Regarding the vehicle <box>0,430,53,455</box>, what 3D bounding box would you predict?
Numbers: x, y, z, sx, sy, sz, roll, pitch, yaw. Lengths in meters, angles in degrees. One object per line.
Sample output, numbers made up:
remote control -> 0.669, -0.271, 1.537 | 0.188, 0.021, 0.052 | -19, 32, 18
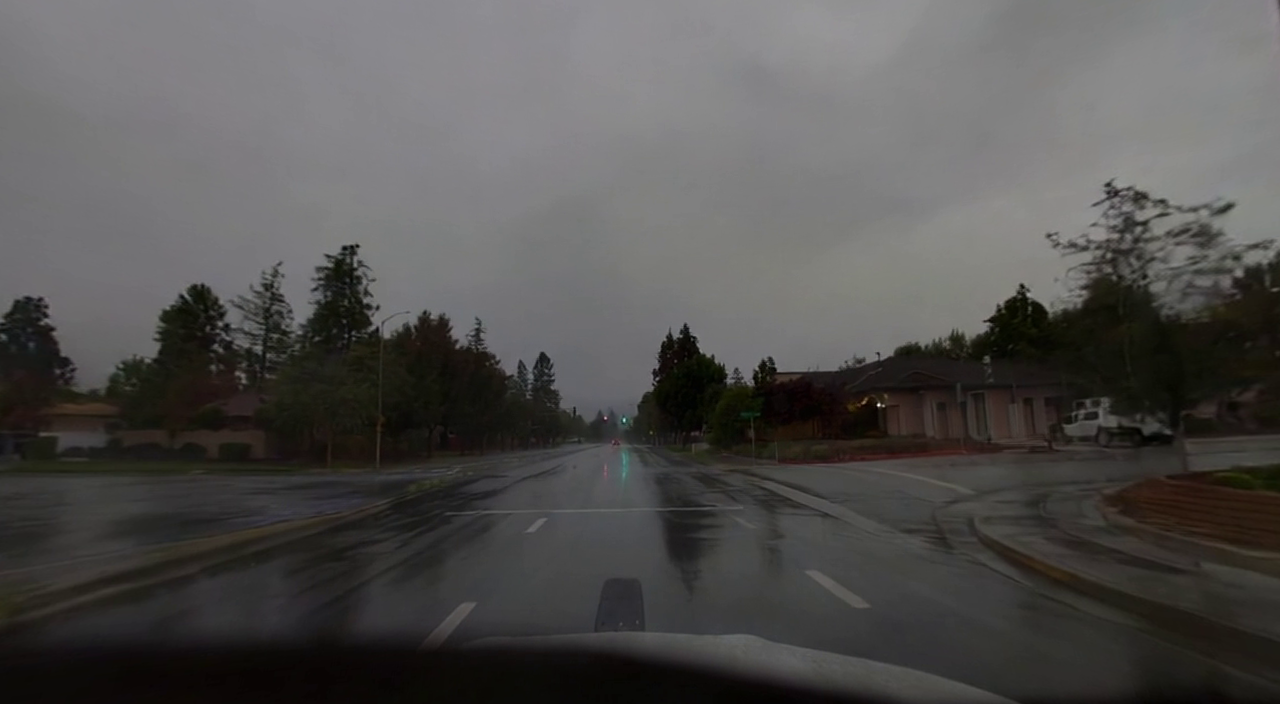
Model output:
vehicle -> -40.253, 5.825, 40.408 | 1.803, 1.422, 3.596 | 0, -10, 1

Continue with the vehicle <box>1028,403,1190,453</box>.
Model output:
vehicle -> 18.345, 3.032, 24.910 | 4.698, 1.583, 2.081 | 2, -11, 0
